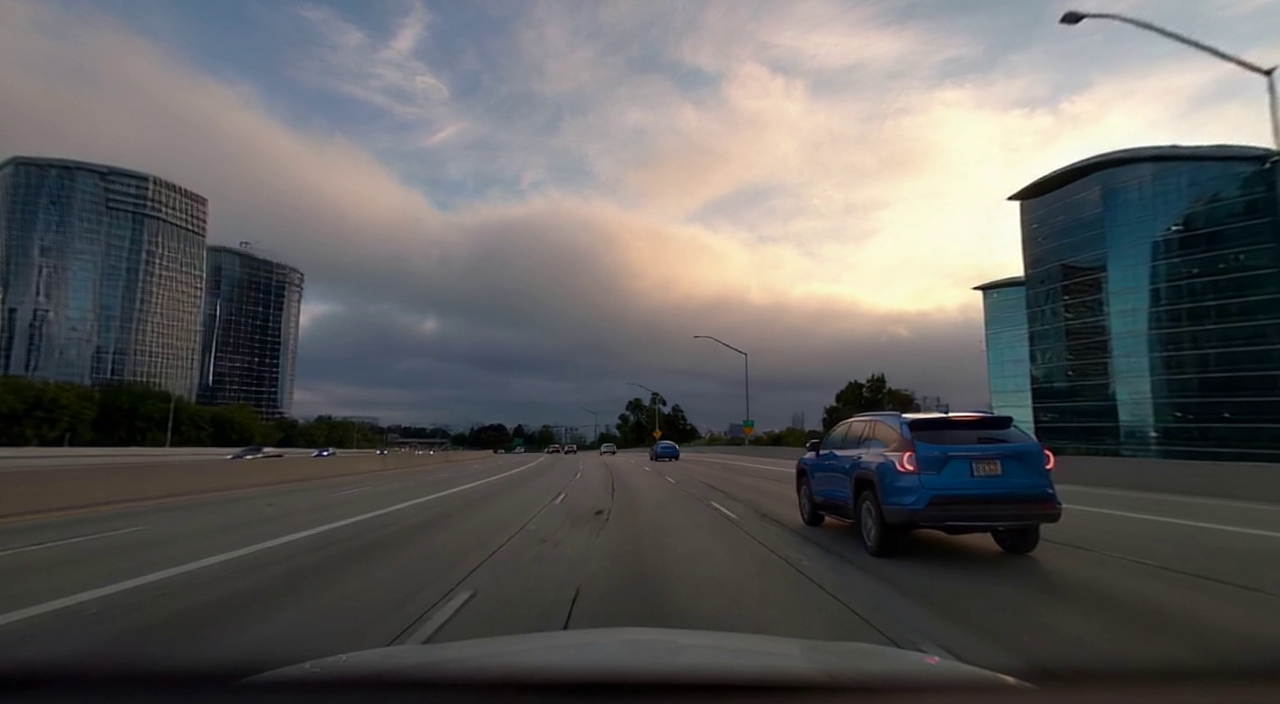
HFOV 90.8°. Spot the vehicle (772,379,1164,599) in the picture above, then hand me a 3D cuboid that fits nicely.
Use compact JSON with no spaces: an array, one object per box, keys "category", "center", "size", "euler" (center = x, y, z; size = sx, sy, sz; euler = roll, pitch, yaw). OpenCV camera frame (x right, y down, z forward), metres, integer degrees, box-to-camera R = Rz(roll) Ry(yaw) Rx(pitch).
[{"category":"vehicle","center":[3.231,1.457,7.577],"size":[2.182,1.826,4.392],"euler":[0,-8,-2]}]

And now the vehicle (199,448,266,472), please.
[{"category":"vehicle","center":[-27.130,7.178,42.232],"size":[1.829,1.471,4.476],"euler":[0,-8,-5]}]

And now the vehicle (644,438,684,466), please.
[{"category":"vehicle","center":[1.608,6.861,43.586],"size":[2.110,1.780,4.682],"euler":[0,-8,-6]}]
